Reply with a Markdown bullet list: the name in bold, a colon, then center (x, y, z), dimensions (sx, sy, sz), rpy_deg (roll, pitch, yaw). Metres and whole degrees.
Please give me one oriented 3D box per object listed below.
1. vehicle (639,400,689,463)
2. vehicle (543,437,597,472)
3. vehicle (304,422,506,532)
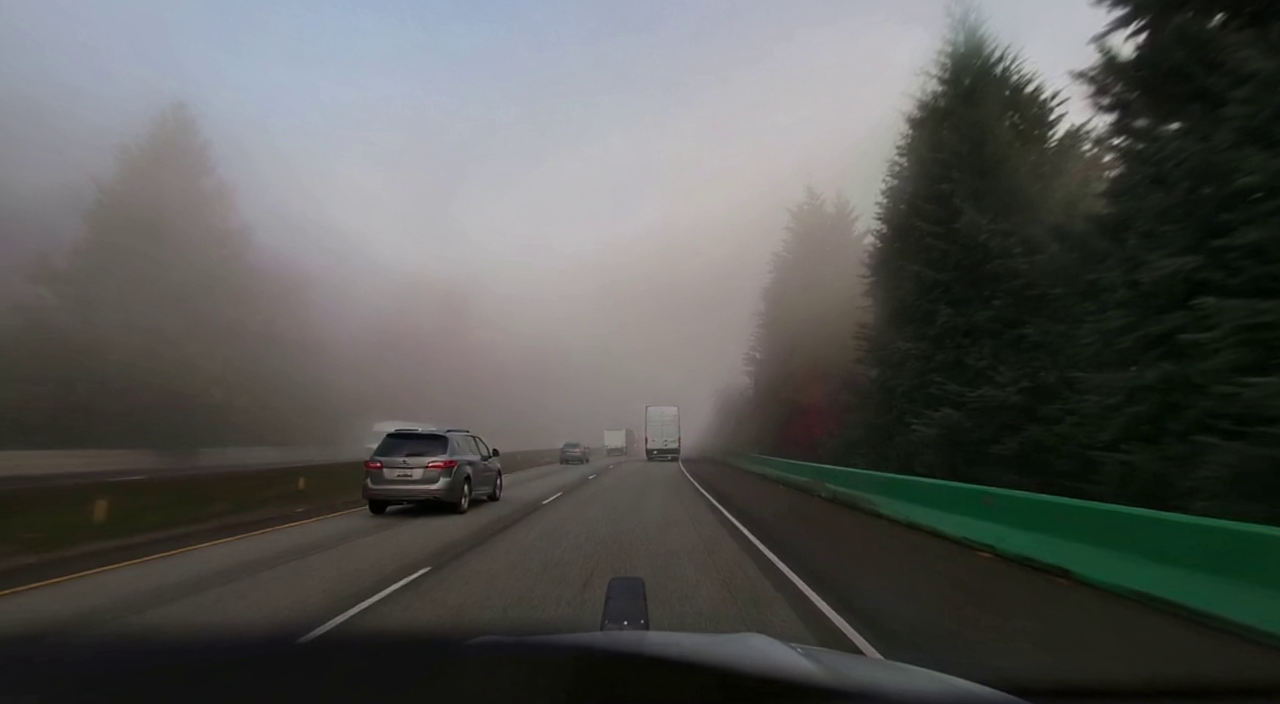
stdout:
- **vehicle**: center (1.640, 5.451, 42.496), dimensions (2.933, 3.701, 10.425), rpy_deg (0, -8, 2)
- **vehicle**: center (-3.315, 4.941, 30.576), dimensions (1.962, 1.575, 4.158), rpy_deg (0, -8, 2)
- **vehicle**: center (-3.784, 2.066, 10.979), dimensions (1.927, 1.556, 3.921), rpy_deg (0, -8, 1)
